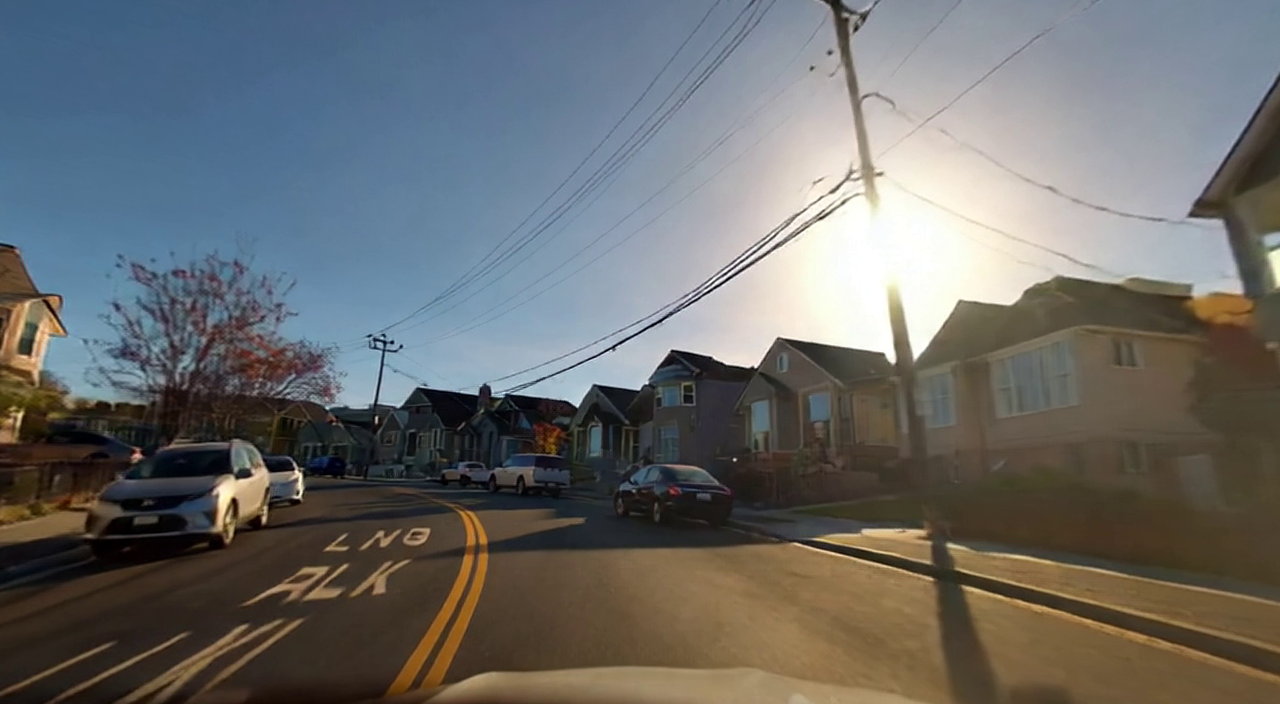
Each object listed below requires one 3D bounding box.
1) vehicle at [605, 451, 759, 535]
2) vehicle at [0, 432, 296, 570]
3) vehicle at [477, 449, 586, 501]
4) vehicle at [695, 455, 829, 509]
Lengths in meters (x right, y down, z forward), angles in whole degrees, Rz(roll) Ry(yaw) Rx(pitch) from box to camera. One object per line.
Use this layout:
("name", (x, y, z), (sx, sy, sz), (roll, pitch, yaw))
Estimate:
("vehicle", (0.778, 3.191, 14.848), (1.923, 1.531, 4.568), (7, -10, -18))
("vehicle", (-8.352, 2.556, 11.580), (2.378, 1.840, 5.389), (2, -11, -16))
("vehicle", (-4.763, 5.182, 27.032), (2.449, 1.869, 5.504), (10, -13, -32))
("vehicle", (4.196, 4.370, 21.682), (4.163, 1.586, 2.023), (5, -10, -29))
